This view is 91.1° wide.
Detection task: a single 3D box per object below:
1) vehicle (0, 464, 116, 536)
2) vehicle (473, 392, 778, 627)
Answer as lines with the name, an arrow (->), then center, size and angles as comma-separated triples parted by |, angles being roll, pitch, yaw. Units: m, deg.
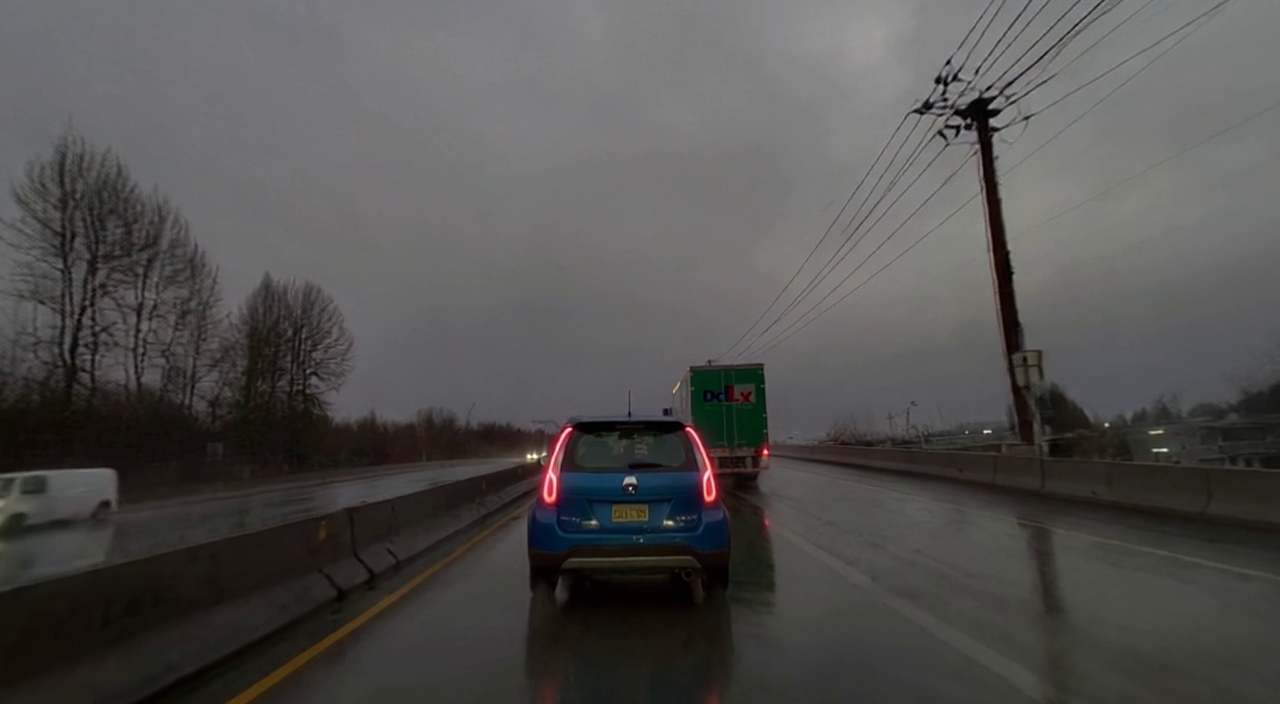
vehicle -> -20.071, 4.728, 20.445 | 2.081, 1.900, 4.823 | 0, -8, -4
vehicle -> -0.138, 1.332, 6.288 | 2.062, 1.581, 3.914 | 0, -8, -1
